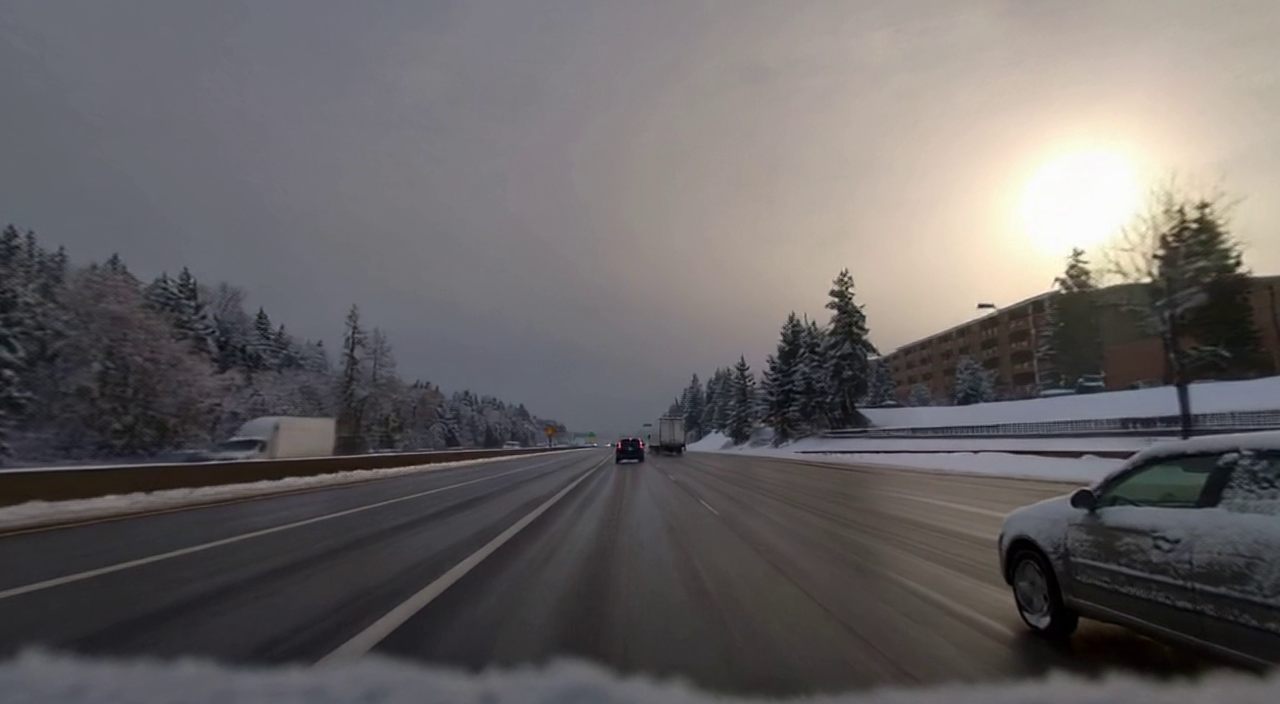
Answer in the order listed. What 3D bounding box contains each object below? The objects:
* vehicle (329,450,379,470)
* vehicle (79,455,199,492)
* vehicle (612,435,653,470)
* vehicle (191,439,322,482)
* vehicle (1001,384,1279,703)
[{"bbox_3d":[-22.367,8.442,49.587,1.865,1.461,4.393,0,-8,0],"label":"vehicle"},{"bbox_3d":[-22.226,5.390,28.277,1.810,1.425,4.316,0,-8,0],"label":"vehicle"},{"bbox_3d":[-0.467,5.907,37.370,2.297,1.912,4.355,0,-8,-1],"label":"vehicle"},{"bbox_3d":[-18.147,5.144,30.402,2.356,1.839,6.133,0,-8,2],"label":"vehicle"},{"bbox_3d":[3.646,0.899,2.375,1.950,1.596,4.326,0,-8,-1],"label":"vehicle"}]
